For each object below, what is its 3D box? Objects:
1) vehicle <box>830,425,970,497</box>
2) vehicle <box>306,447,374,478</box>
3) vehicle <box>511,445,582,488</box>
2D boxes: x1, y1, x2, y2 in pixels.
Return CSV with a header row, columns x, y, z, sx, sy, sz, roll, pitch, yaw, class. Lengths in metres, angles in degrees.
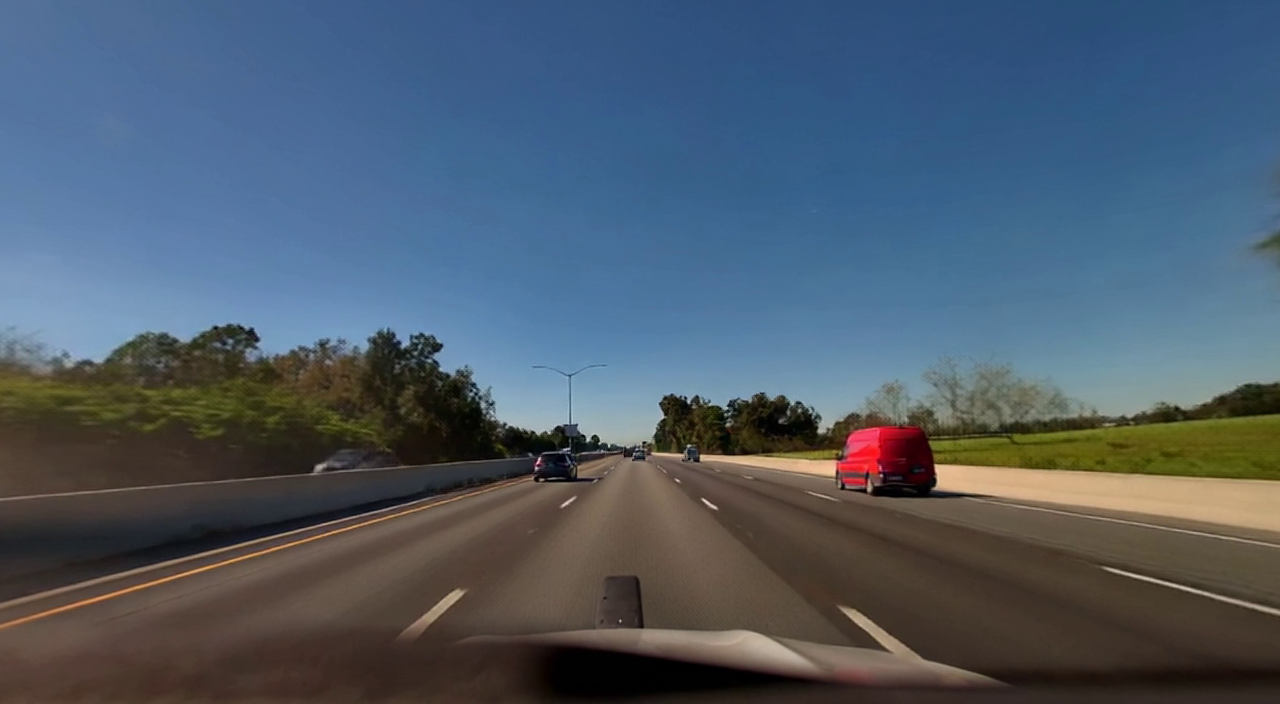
x,y,z,sx,sy,sz,roll,pitch,yaw,class
7.884,3.357,19.737,2.133,1.933,4.986,0,-9,-1,vehicle
-15.132,5.629,31.928,1.719,1.389,3.700,-2,-10,-1,vehicle
-3.615,4.542,25.304,2.160,1.530,4.500,0,-9,0,vehicle
